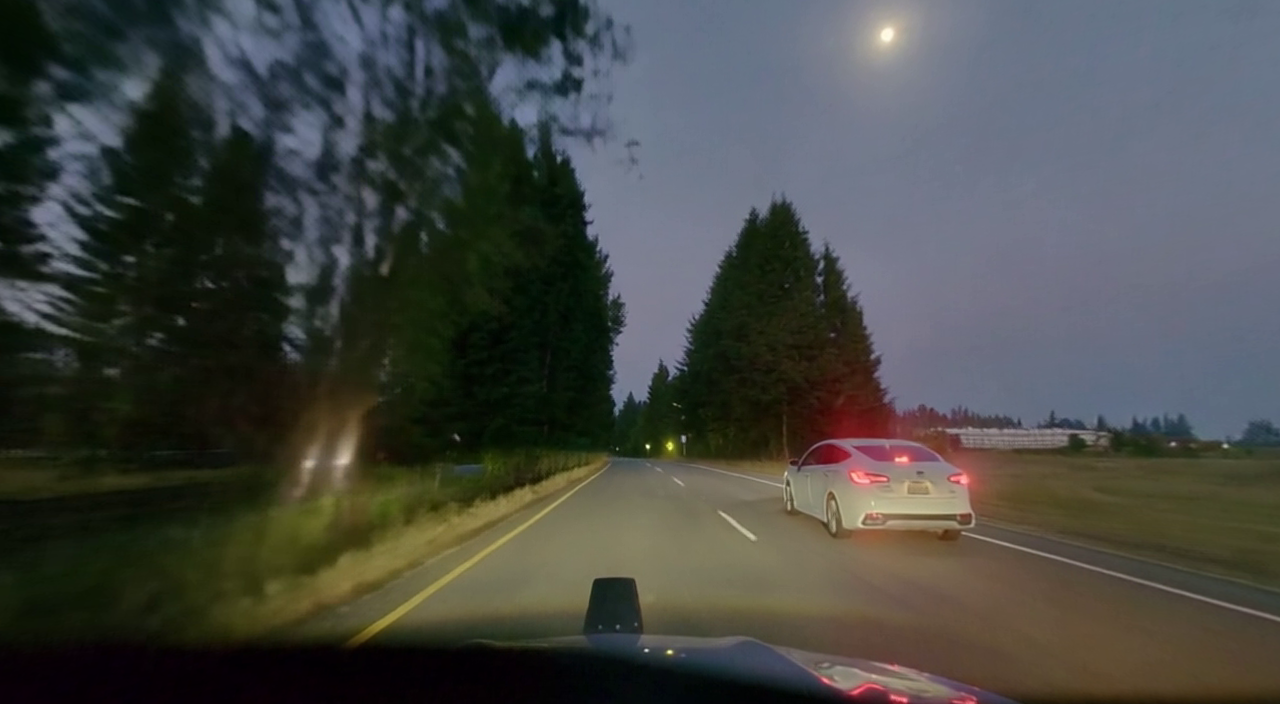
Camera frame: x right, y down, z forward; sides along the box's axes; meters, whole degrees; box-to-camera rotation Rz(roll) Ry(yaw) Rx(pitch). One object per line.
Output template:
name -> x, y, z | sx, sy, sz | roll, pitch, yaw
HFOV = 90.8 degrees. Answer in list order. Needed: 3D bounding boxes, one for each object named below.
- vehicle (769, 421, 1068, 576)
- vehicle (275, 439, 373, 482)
vehicle -> 3.380, 1.875, 8.940 | 2.060, 1.584, 4.592 | 0, -9, -1
vehicle -> -13.531, 4.667, 27.428 | 1.978, 1.660, 4.462 | 0, -9, -1
